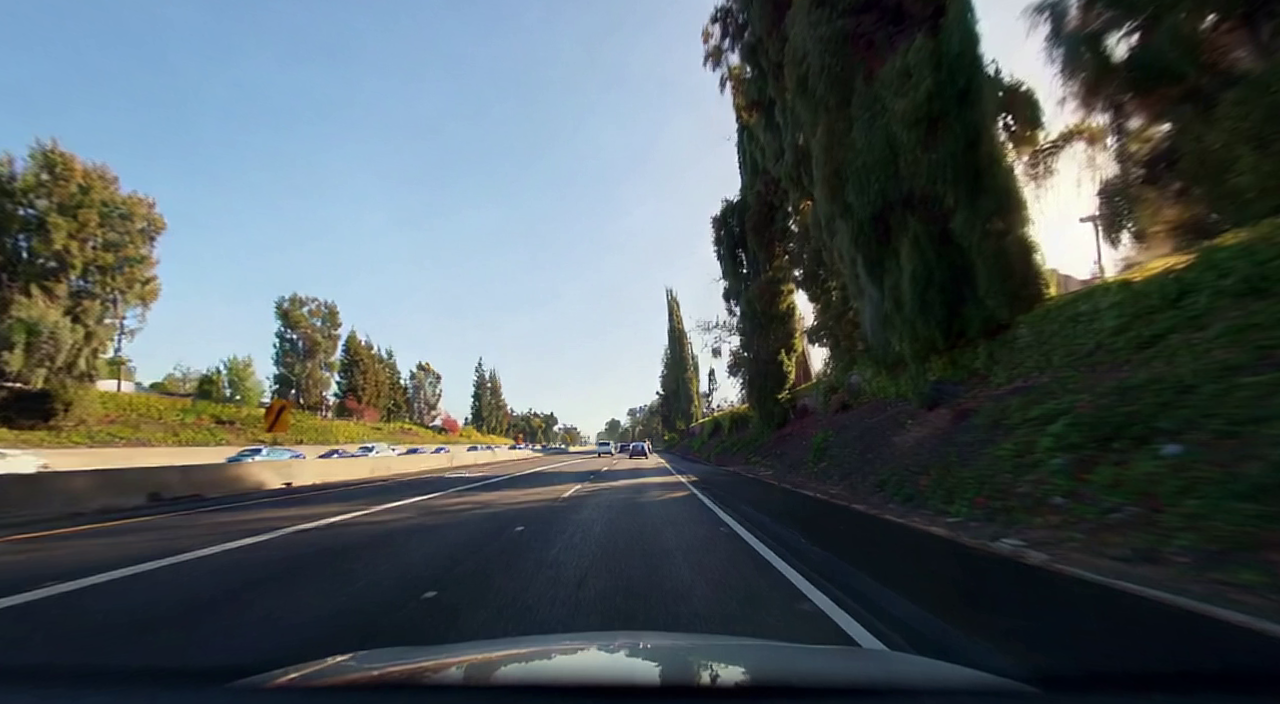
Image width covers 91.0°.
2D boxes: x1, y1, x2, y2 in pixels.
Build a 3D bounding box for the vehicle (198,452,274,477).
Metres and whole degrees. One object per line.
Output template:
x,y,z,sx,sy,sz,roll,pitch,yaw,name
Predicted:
-26.032,7.243,40.807,1.860,1.536,4.560,0,-9,0,vehicle
